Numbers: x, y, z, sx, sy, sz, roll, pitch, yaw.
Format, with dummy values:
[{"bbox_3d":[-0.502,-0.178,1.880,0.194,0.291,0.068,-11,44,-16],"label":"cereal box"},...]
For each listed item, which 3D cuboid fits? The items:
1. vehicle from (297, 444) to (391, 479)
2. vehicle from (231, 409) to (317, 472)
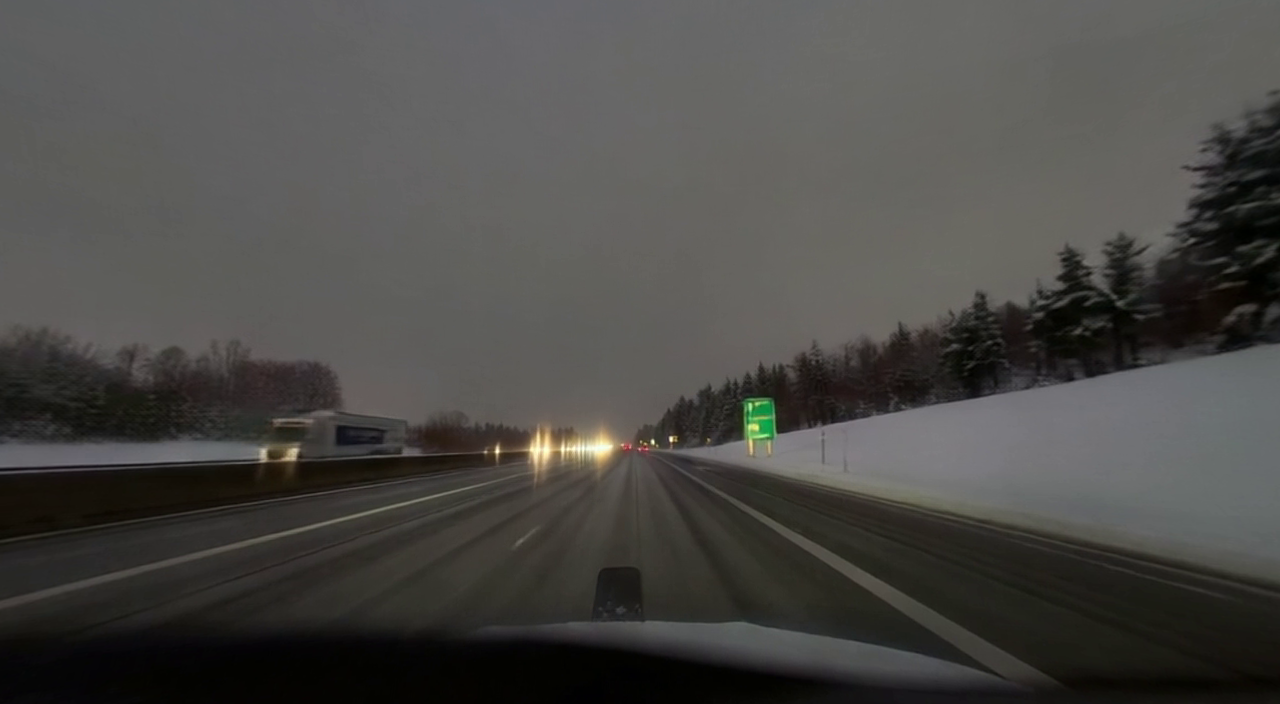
[{"bbox_3d":[-14.674,5.450,31.677,2.157,1.578,5.139,0,-9,1],"label":"vehicle"},{"bbox_3d":[-22.631,5.524,39.200,3.182,3.718,3.135,0,-9,0],"label":"vehicle"}]
